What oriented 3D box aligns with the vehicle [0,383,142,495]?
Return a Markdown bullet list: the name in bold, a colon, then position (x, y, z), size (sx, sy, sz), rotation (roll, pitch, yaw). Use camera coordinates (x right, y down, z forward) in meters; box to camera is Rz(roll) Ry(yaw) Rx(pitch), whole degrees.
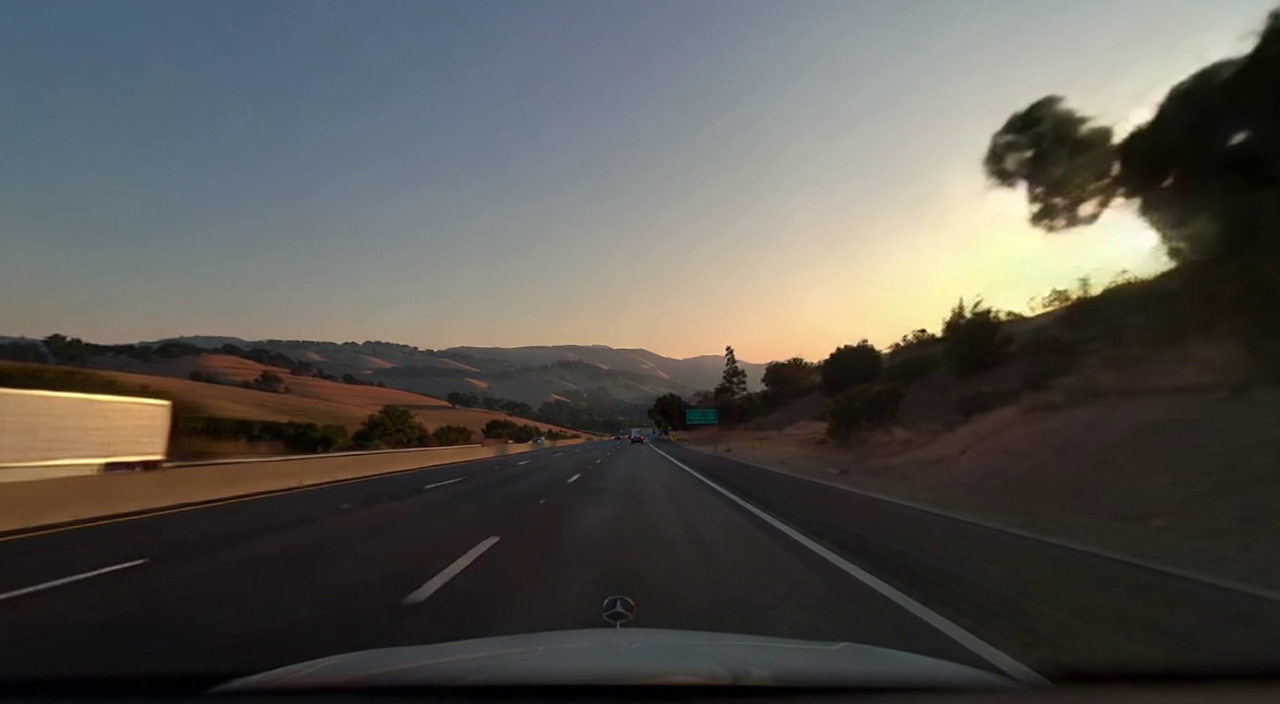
- **vehicle**: position (-23.146, 2.933, 21.139), size (3.093, 3.762, 12.209), rotation (0, -8, -2)
